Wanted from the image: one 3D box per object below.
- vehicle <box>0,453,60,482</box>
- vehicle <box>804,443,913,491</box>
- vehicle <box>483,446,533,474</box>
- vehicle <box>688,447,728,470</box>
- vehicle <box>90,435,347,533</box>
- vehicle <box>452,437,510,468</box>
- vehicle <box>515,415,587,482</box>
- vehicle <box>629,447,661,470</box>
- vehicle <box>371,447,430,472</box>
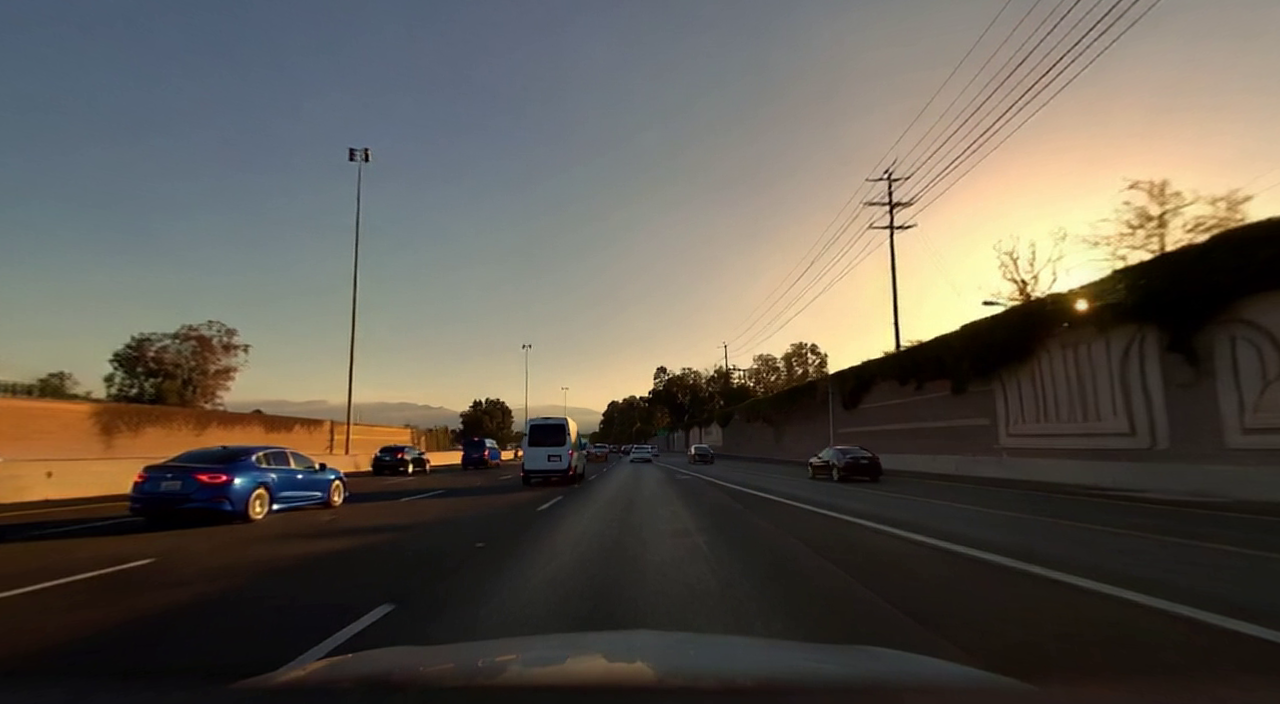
[{"bbox_3d":[-33.792,6.185,33.780,1.696,1.466,3.770,0,-9,-1],"label":"vehicle"},{"bbox_3d":[7.439,3.958,22.013,2.052,1.470,4.364,0,-9,-3],"label":"vehicle"},{"bbox_3d":[-7.514,6.177,36.164,1.944,1.490,4.442,0,-9,-1],"label":"vehicle"},{"bbox_3d":[4.743,7.534,44.747,2.095,1.504,4.536,0,-9,-3],"label":"vehicle"},{"bbox_3d":[-7.757,2.443,12.299,1.967,1.525,4.458,0,-9,-1],"label":"vehicle"},{"bbox_3d":[-11.655,7.428,46.658,2.596,2.162,6.328,0,-9,0],"label":"vehicle"},{"bbox_3d":[-3.840,4.341,28.427,2.395,2.660,5.827,0,-9,0],"label":"vehicle"},{"bbox_3d":[0.324,7.465,44.409,2.084,1.492,4.137,0,-9,-2],"label":"vehicle"},{"bbox_3d":[-15.231,6.855,40.380,1.937,1.523,4.708,0,-9,0],"label":"vehicle"}]
